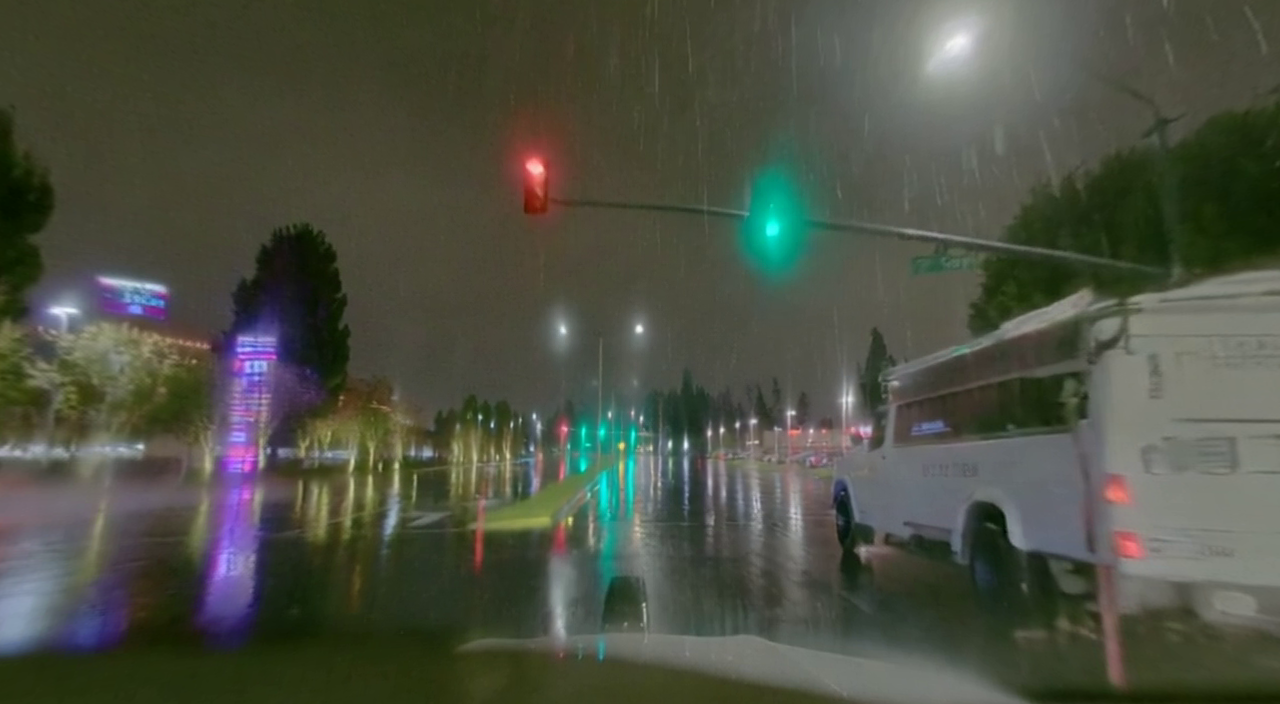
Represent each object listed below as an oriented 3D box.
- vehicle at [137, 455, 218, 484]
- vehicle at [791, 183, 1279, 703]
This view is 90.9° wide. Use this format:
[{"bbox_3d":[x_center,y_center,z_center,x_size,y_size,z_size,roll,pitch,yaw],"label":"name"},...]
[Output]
[{"bbox_3d":[-28.238,7.181,38.539,3.885,1.425,1.660,-4,-6,6],"label":"vehicle"},{"bbox_3d":[3.369,0.939,5.815,2.484,2.642,5.990,0,-9,0],"label":"vehicle"}]
